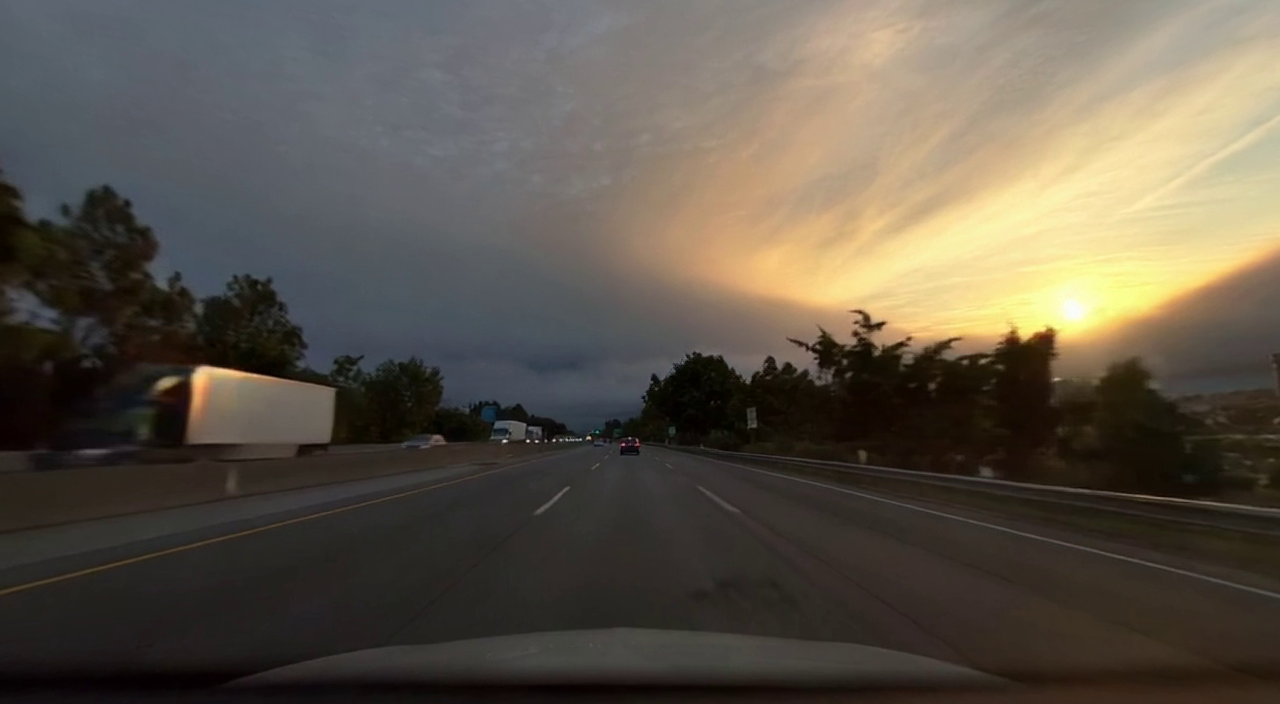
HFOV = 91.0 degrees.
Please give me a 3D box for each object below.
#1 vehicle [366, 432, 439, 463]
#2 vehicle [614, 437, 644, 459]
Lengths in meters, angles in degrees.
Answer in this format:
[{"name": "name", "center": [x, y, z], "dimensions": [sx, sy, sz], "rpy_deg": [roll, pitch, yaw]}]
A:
[{"name": "vehicle", "center": [-12.380, 5.007, 33.166], "dimensions": [2.005, 1.497, 4.746], "rpy_deg": [-1, -8, 0]}, {"name": "vehicle", "center": [-0.856, 7.044, 46.085], "dimensions": [2.099, 1.504, 3.843], "rpy_deg": [0, -8, -2]}]
